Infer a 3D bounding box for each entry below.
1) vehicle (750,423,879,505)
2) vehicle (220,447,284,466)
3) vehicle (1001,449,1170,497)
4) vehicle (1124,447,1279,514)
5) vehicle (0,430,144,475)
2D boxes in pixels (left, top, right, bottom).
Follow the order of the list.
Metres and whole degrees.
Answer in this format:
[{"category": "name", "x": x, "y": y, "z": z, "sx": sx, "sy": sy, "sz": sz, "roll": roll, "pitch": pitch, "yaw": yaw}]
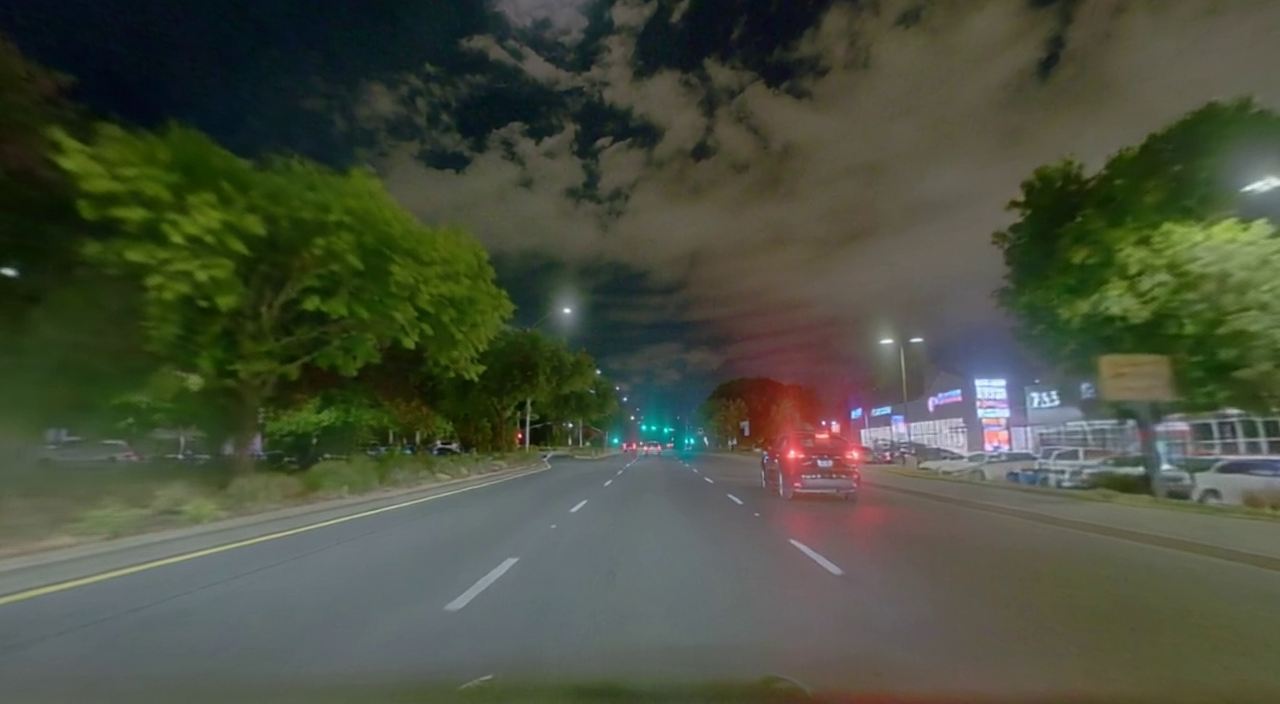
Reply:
[{"category": "vehicle", "x": 4.210, "y": 2.789, "z": 16.092, "sx": 2.024, "sy": 1.773, "sz": 4.431, "roll": 0, "pitch": -8, "yaw": 0}, {"category": "vehicle", "x": -29.287, "y": 7.859, "z": 47.611, "sx": 3.695, "sy": 1.400, "sz": 1.658, "roll": 0, "pitch": -8, "yaw": 1}, {"category": "vehicle", "x": 17.773, "y": 4.833, "z": 25.354, "sx": 5.012, "sy": 1.813, "sz": 2.291, "roll": 0, "pitch": -8, "yaw": 0}, {"category": "vehicle", "x": 17.769, "y": 3.768, "z": 18.745, "sx": 4.864, "sy": 1.838, "sz": 2.123, "roll": 0, "pitch": -8, "yaw": 3}, {"category": "vehicle", "x": -28.318, "y": 4.905, "z": 30.913, "sx": 2.344, "sy": 1.946, "sz": 6.771, "roll": -1, "pitch": -9, "yaw": 2}]
